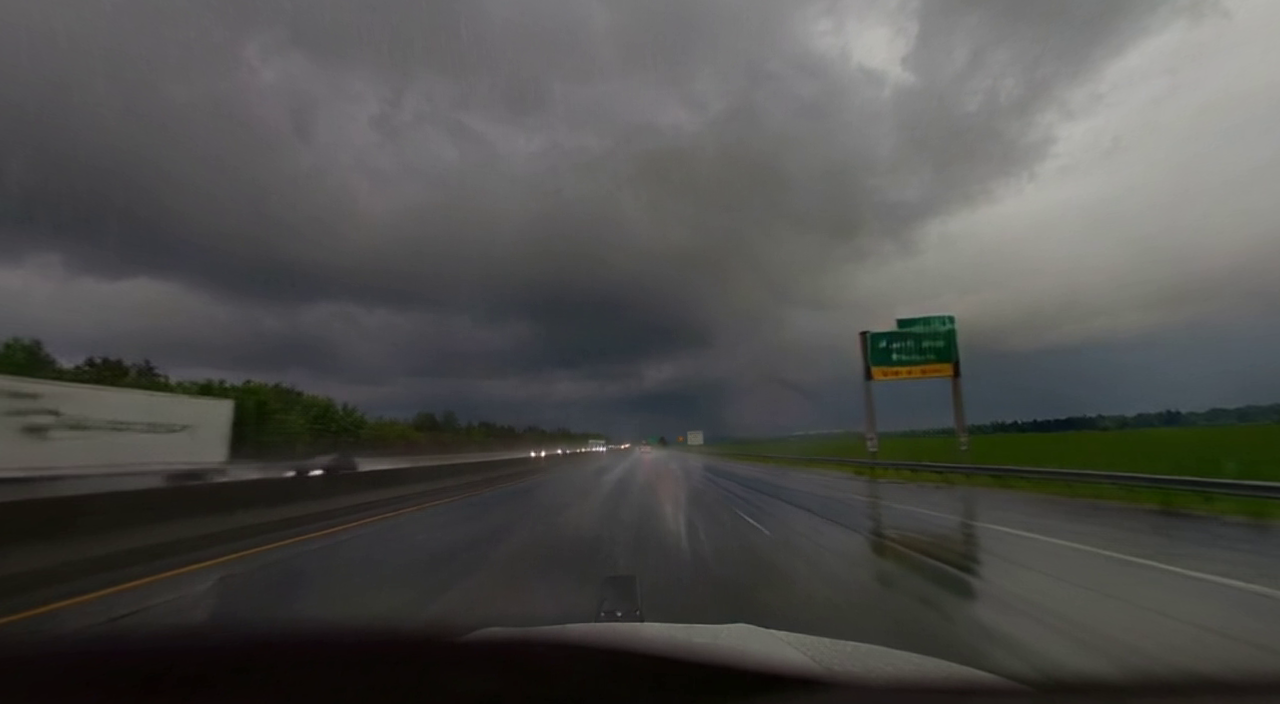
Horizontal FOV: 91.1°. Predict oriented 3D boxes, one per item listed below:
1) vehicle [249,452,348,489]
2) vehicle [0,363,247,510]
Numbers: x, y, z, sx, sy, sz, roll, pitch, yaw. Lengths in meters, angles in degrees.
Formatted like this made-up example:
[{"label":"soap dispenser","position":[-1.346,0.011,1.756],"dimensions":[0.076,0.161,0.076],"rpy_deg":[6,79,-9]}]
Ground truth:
[{"label":"vehicle","position":[-15.708,5.456,29.266],"dimensions":[1.990,1.511,4.672],"rpy_deg":[-1,-9,0]},{"label":"vehicle","position":[-19.274,2.954,21.360],"dimensions":[2.872,4.066,13.769],"rpy_deg":[-1,-9,0]}]
